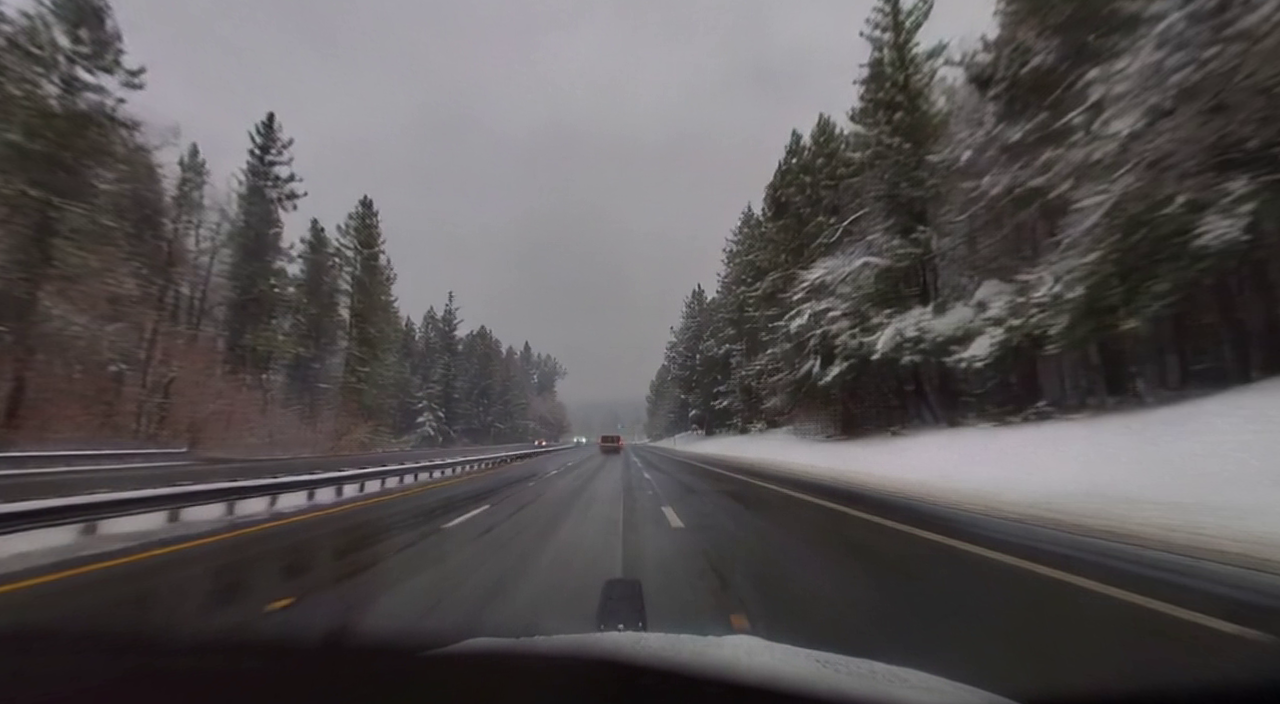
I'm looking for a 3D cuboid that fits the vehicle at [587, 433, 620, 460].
[{"bbox_3d":[-2.798,7.339,48.927,2.376,1.977,5.369,0,-8,-2],"label":"vehicle"}]
